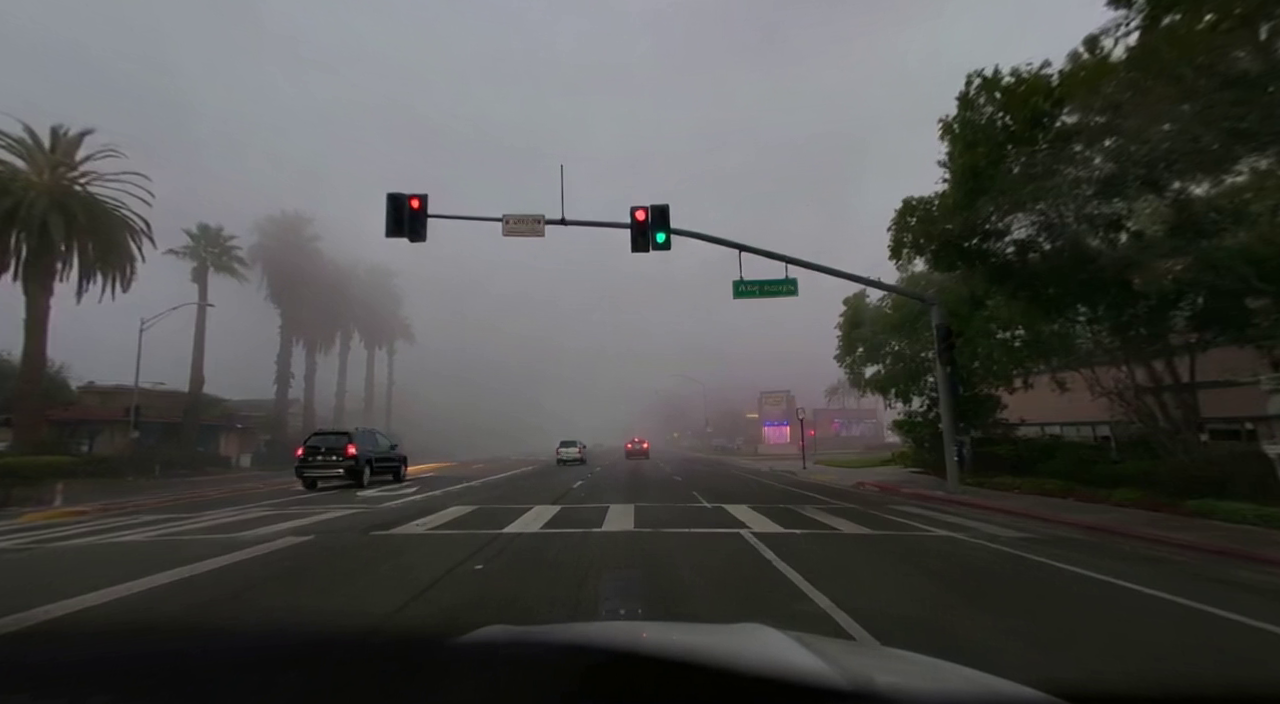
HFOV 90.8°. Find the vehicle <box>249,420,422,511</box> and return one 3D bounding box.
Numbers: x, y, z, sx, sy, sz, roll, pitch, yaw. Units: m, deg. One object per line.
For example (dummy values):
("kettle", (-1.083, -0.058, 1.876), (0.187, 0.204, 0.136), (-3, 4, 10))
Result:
("vehicle", (-6.649, 2.531, 14.464), (2.022, 1.746, 4.406), (1, -9, -5))

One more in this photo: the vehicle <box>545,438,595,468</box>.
("vehicle", (-3.602, 5.313, 33.282), (2.181, 1.483, 4.123), (0, -9, -1))
